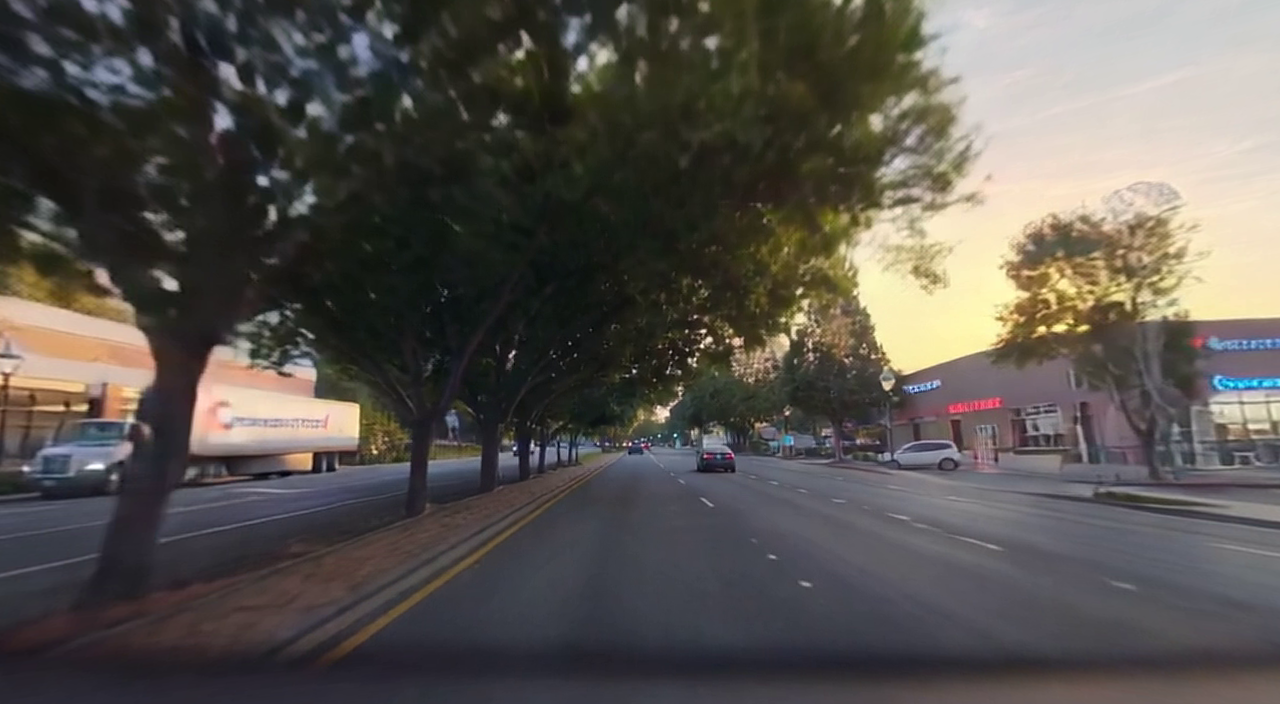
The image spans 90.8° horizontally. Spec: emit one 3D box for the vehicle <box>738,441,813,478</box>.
[{"bbox_3d":[5.940,4.768,28.448,2.150,1.485,4.919,0,-8,-2],"label":"vehicle"}]

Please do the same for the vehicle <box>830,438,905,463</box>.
[{"bbox_3d":[15.915,6.860,44.235,4.457,1.521,1.872,-2,-8,-3],"label":"vehicle"}]

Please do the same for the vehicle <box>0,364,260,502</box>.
[{"bbox_3d":[-19.038,3.142,24.371,3.008,4.297,9.041,0,-8,0],"label":"vehicle"}]

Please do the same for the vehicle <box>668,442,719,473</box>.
[{"bbox_3d":[2.629,5.302,32.068,2.099,1.463,4.365,0,-8,-2],"label":"vehicle"}]

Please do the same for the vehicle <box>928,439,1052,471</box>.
[{"bbox_3d":[16.675,4.899,30.303,4.679,1.448,2.178,1,-8,-3],"label":"vehicle"}]
